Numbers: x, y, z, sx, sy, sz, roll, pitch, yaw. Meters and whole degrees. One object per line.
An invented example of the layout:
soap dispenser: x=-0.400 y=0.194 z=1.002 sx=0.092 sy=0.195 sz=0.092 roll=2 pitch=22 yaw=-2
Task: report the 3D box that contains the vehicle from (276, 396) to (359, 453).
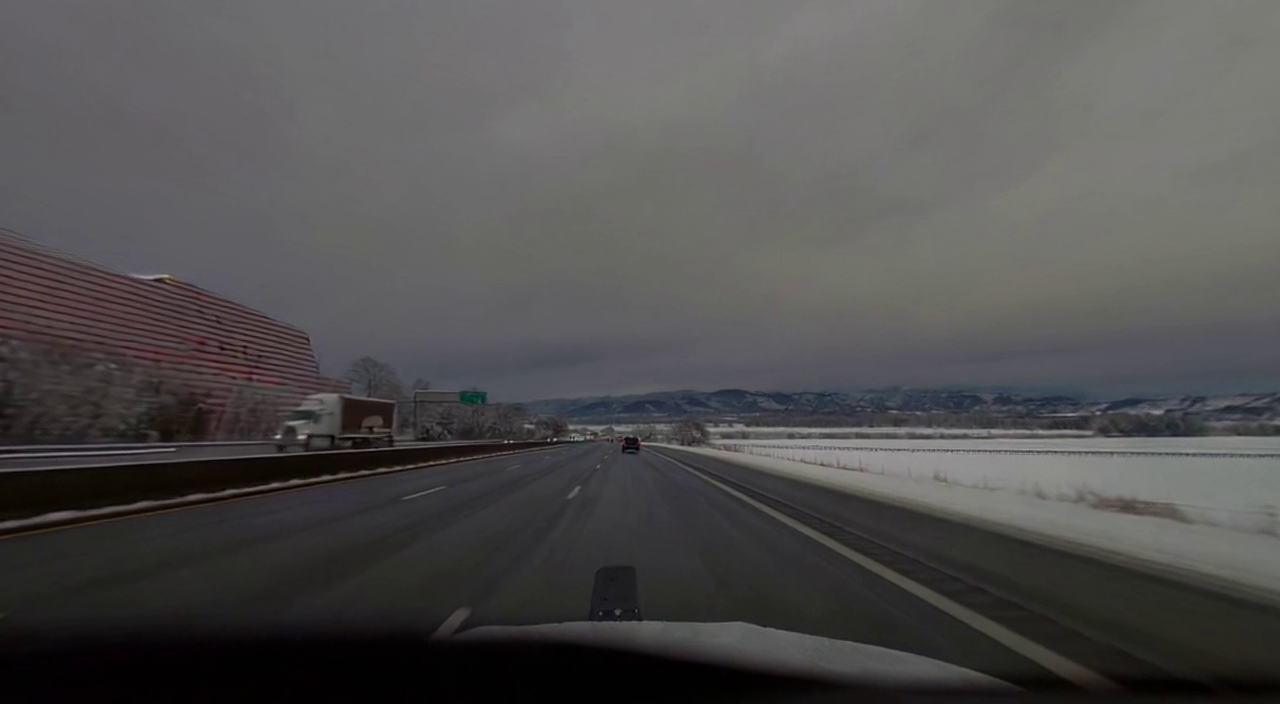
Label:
vehicle: x=-23.794 y=5.451 z=46.821 sx=2.900 sy=3.946 sz=6.115 roll=0 pitch=-8 yaw=-1
